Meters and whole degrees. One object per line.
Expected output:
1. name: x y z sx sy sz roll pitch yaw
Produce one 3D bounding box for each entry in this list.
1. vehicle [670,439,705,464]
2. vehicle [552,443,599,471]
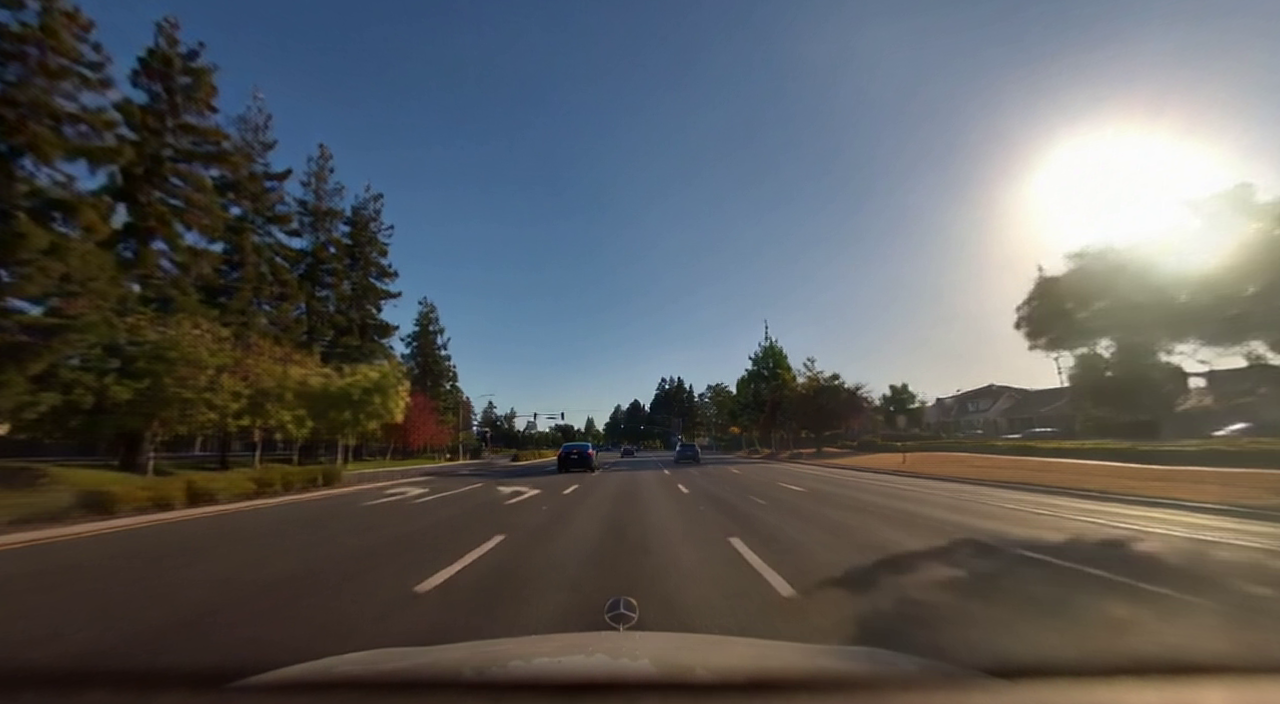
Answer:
1. vehicle: 3.294 6.987 44.495 2.072 1.696 4.177 0 -9 -1
2. vehicle: -3.557 5.904 35.719 2.112 1.471 4.212 0 -9 1
